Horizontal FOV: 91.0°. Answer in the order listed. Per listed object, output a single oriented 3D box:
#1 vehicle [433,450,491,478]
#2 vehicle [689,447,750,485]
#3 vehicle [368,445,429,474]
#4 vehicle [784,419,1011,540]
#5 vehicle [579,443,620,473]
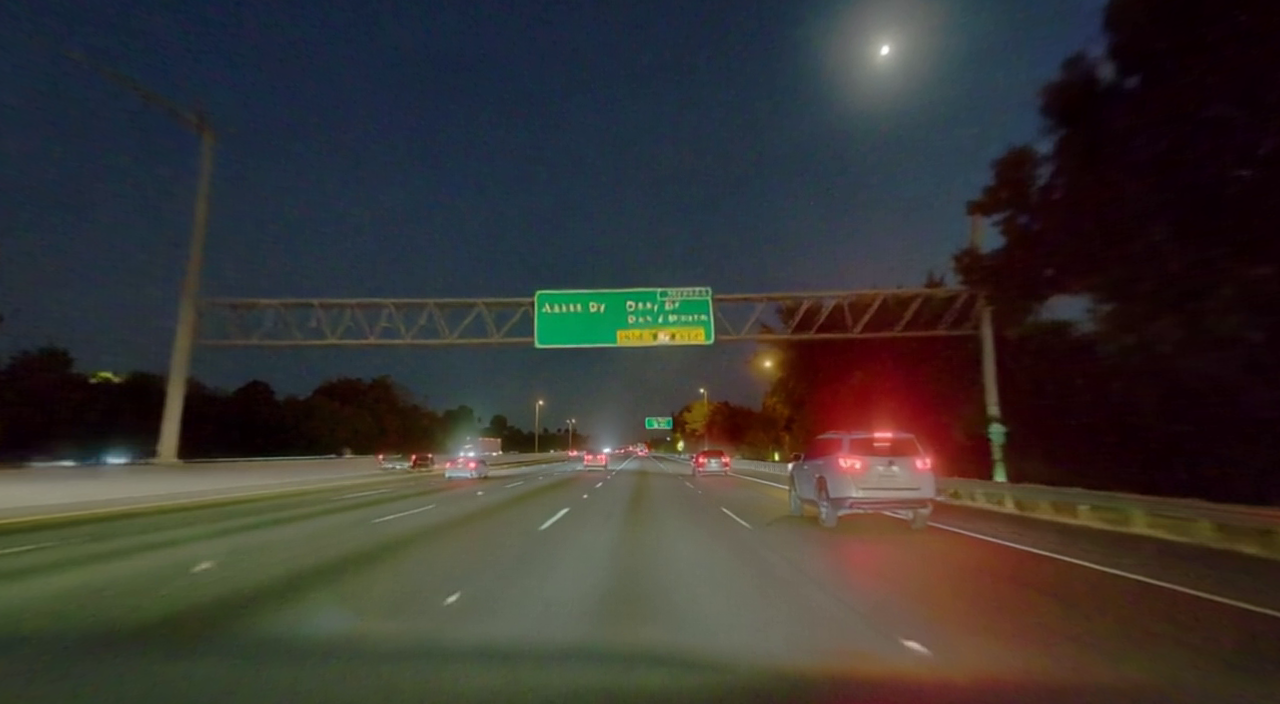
[{"bbox_3d":[-10.268,6.498,36.734,1.974,1.472,4.684,0,-9,1],"label":"vehicle"},{"bbox_3d":[3.422,5.005,27.986,2.126,1.529,4.438,0,-9,0],"label":"vehicle"},{"bbox_3d":[-16.632,7.395,43.595,2.181,1.819,4.830,0,-9,2],"label":"vehicle"},{"bbox_3d":[4.400,2.270,11.845,2.218,1.776,4.807,0,-9,0],"label":"vehicle"},{"bbox_3d":[-2.693,7.287,43.529,2.449,1.929,5.503,0,-9,0],"label":"vehicle"}]
